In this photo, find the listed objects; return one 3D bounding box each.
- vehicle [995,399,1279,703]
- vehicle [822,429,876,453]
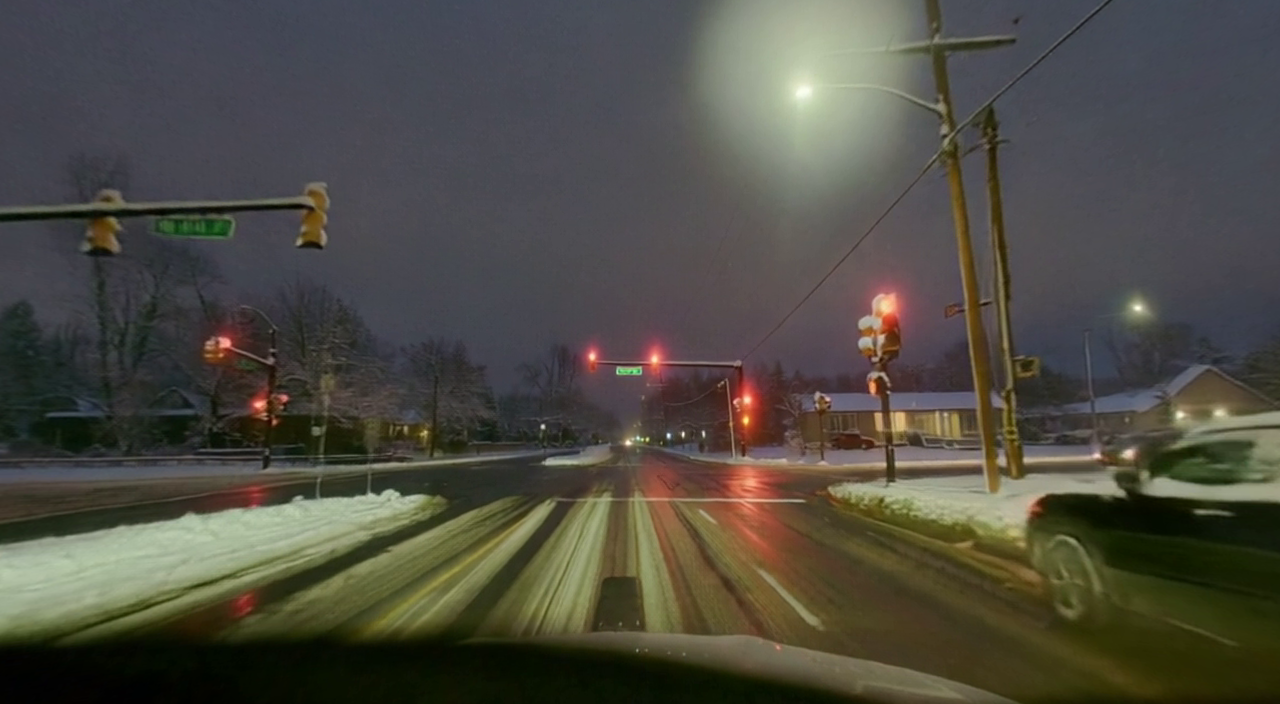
[{"bbox_3d":[3.994,0.979,3.005,1.961,1.497,4.415,0,-9,-1],"label":"vehicle"},{"bbox_3d":[14.934,6.413,45.463,1.959,1.471,4.570,-4,-8,-4],"label":"vehicle"}]
